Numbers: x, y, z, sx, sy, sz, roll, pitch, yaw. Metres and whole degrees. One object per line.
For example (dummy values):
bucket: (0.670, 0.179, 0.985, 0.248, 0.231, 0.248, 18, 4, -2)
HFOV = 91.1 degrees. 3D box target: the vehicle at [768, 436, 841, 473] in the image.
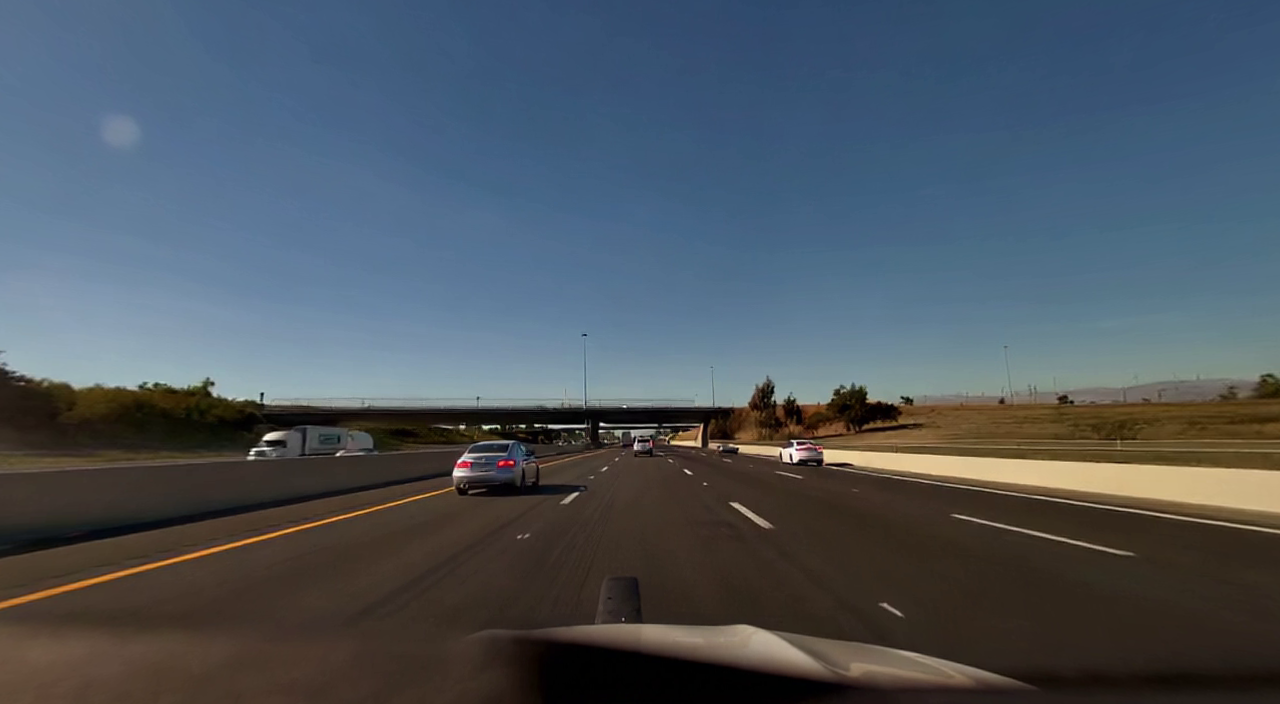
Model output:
vehicle: (7.269, 4.571, 28.324, 1.870, 1.493, 5.015, 0, -8, -1)

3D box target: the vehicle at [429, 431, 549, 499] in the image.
vehicle: (-3.819, 2.942, 16.765, 2.050, 1.546, 4.344, 0, -8, 1)
